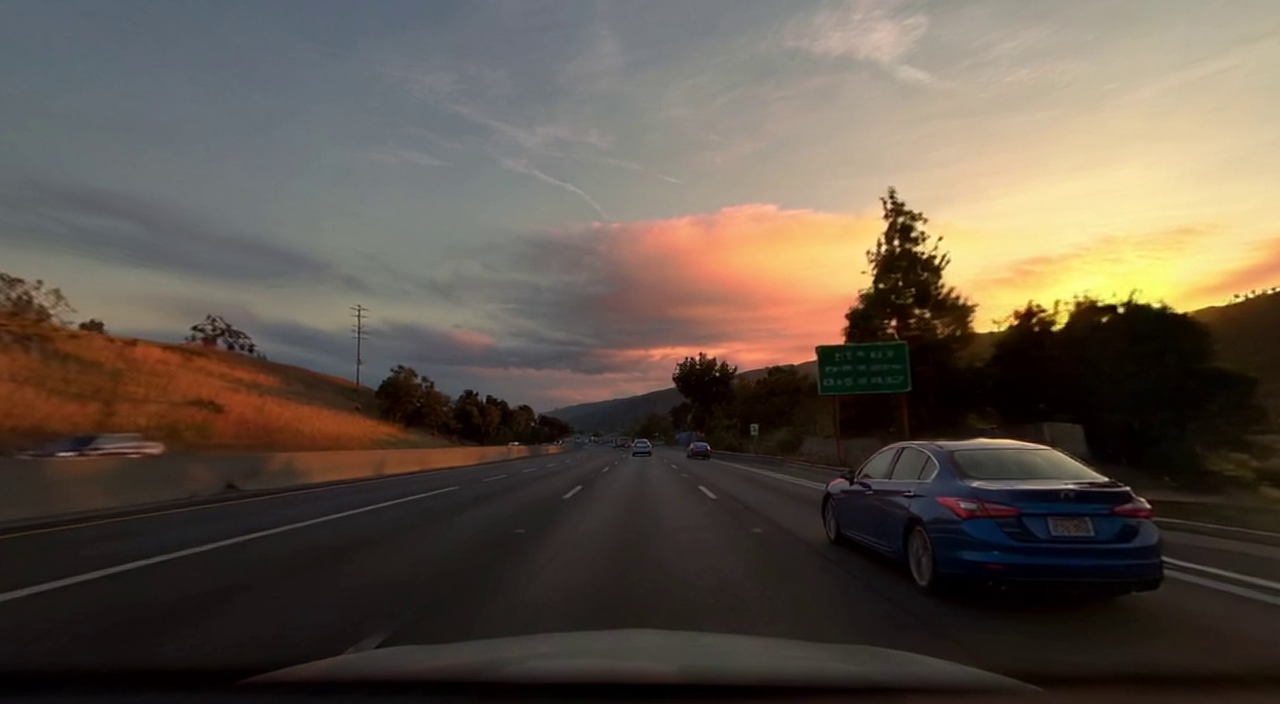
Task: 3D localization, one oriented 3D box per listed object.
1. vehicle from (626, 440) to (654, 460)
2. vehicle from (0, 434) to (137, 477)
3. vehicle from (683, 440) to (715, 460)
[{"bbox_3d":[-0.022,7.519,48.103,2.052,1.449,3.857,0,-8,0],"label":"vehicle"},{"bbox_3d":[-28.983,5.173,31.718,2.262,1.957,5.830,0,-8,0],"label":"vehicle"},{"bbox_3d":[4.615,7.775,49.921,2.008,1.524,4.598,0,-8,-1],"label":"vehicle"}]
